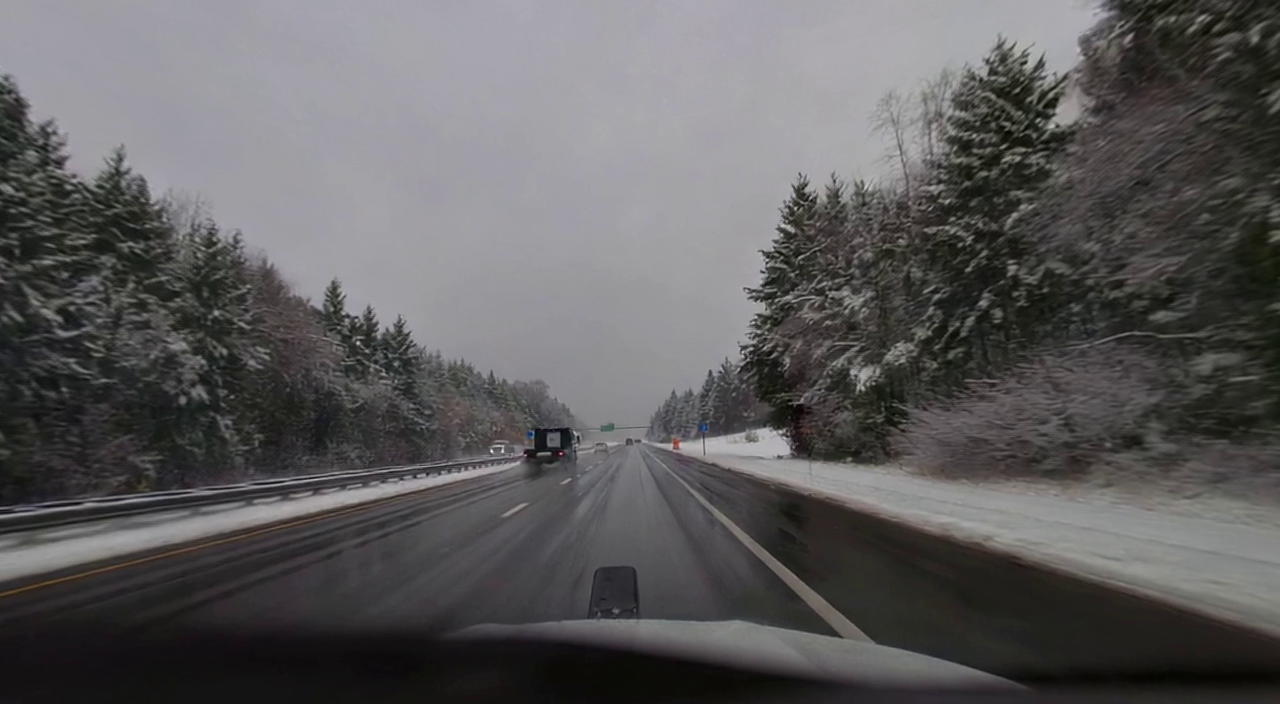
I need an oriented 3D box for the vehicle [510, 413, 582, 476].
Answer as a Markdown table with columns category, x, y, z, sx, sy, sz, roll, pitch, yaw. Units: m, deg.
| category | x | y | z | sx | sy | sz | roll | pitch | yaw |
| --- | --- | --- | --- | --- | --- | --- | --- | --- | --- |
| vehicle | -4.252 | 4.366 | 29.744 | 2.484 | 2.625 | 5.907 | 0 | -8 | 0 |
